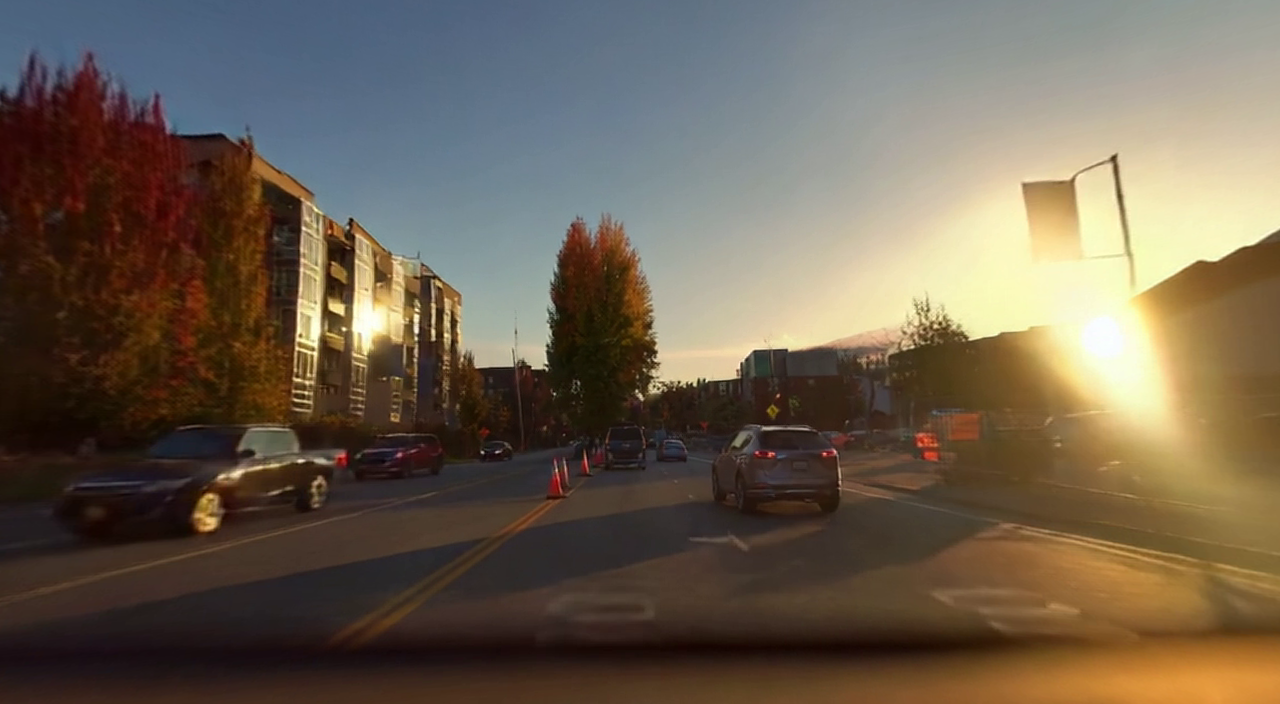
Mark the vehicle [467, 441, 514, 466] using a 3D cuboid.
[{"bbox_3d":[-9.709,6.607,41.123,1.997,1.512,4.322,0,-8,1],"label":"vehicle"}]

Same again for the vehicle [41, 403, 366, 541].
[{"bbox_3d":[-7.679,2.170,12.139,2.296,1.911,5.688,-2,-8,-1],"label":"vehicle"}]

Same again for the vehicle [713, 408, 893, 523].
[{"bbox_3d":[2.942,2.232,12.903,2.120,1.828,5.531,0,-8,-1],"label":"vehicle"}]

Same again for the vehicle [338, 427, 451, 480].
[{"bbox_3d":[-9.788,4.109,25.571,2.192,1.923,4.970,-1,-9,5],"label":"vehicle"}]

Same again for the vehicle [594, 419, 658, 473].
[{"bbox_3d":[-0.701,4.578,30.572,2.762,2.309,6.723,0,-8,-2],"label":"vehicle"}]

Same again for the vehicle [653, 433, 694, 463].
[{"bbox_3d":[2.199,6.486,42.541,2.187,1.835,5.471,0,-8,-3],"label":"vehicle"}]
